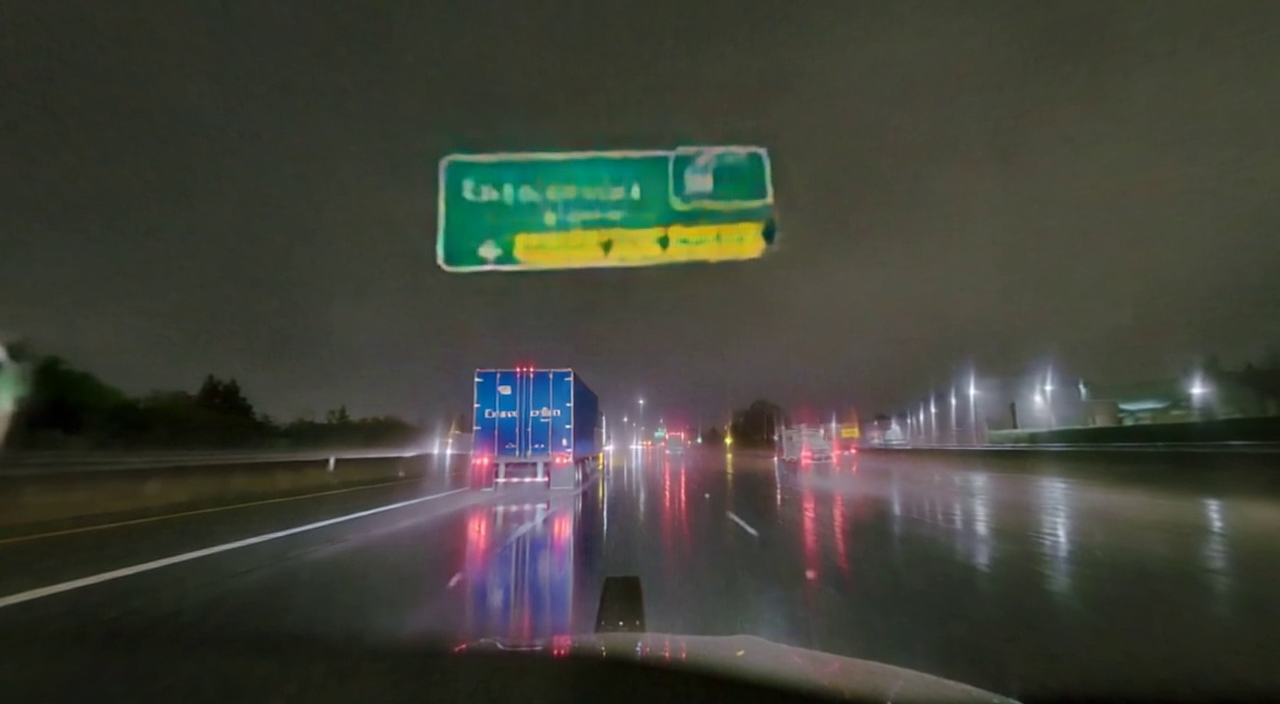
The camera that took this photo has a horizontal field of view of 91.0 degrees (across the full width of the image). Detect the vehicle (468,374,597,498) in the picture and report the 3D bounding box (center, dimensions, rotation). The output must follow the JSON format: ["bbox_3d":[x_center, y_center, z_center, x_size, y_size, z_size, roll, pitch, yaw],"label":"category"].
[{"bbox_3d":[-3.278,2.977,21.810,2.922,3.458,8.360,0,-9,0],"label":"vehicle"}]
